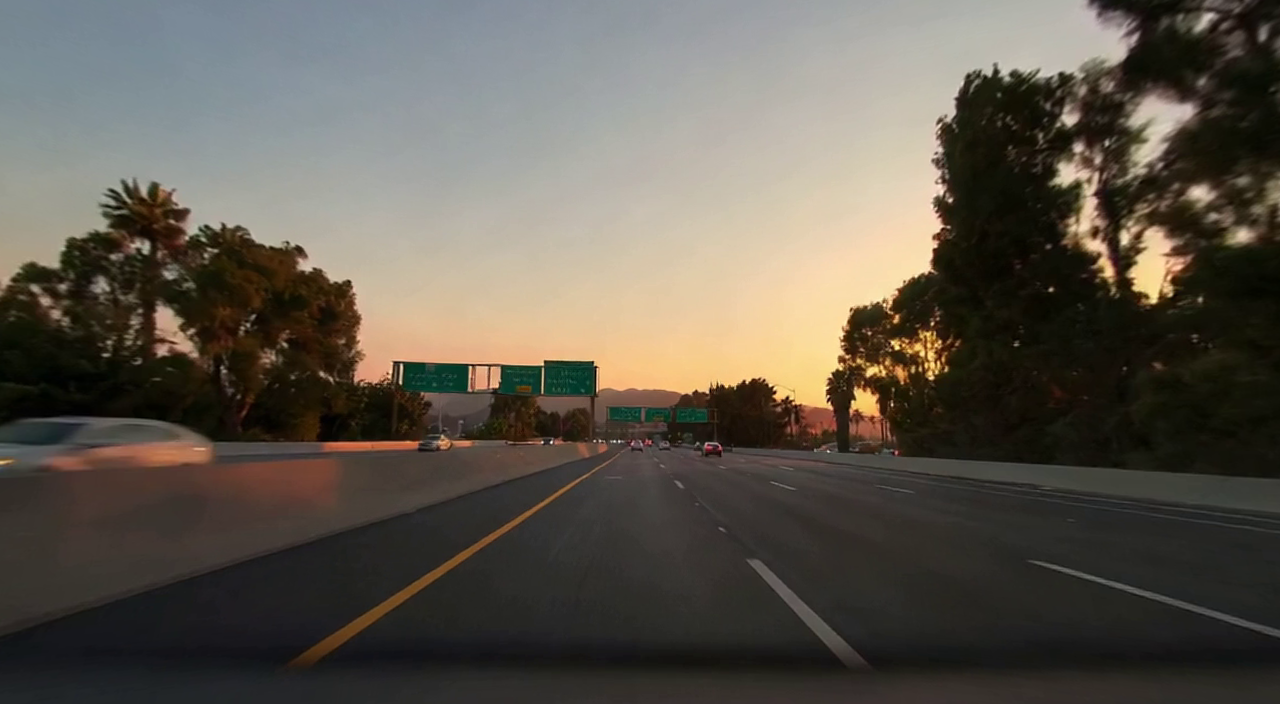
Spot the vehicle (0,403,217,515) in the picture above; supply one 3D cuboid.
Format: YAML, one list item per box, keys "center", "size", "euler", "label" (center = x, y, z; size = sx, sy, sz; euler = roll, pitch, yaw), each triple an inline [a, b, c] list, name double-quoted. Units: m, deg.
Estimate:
- center: [-9.407, 1.703, 10.279]
  size: [1.947, 1.466, 4.461]
  euler: [0, -9, 0]
  label: "vehicle"
